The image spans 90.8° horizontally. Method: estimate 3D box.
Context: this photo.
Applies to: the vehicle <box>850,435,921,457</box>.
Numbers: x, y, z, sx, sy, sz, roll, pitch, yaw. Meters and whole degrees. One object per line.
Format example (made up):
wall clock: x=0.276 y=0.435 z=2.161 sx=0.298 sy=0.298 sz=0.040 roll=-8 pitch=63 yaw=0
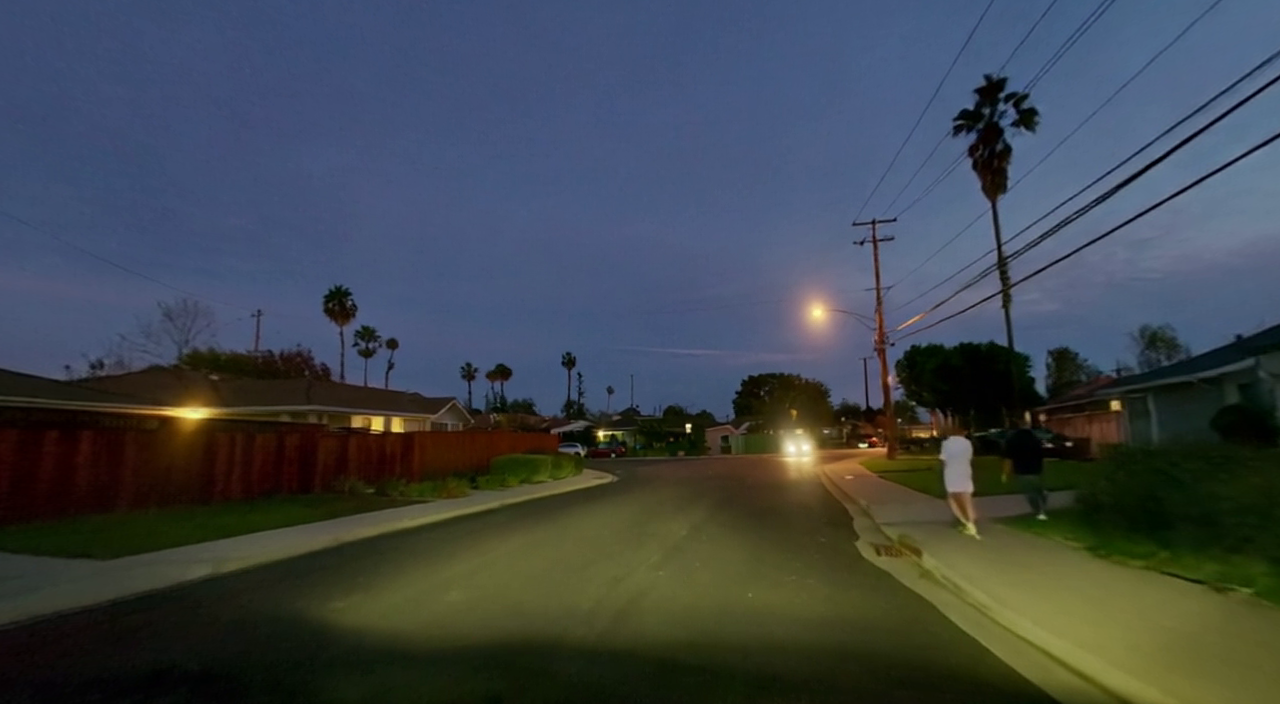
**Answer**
vehicle: x=17.247 y=6.622 z=44.381 sx=4.531 sy=1.447 sz=1.814 roll=-4 pitch=-10 yaw=24
